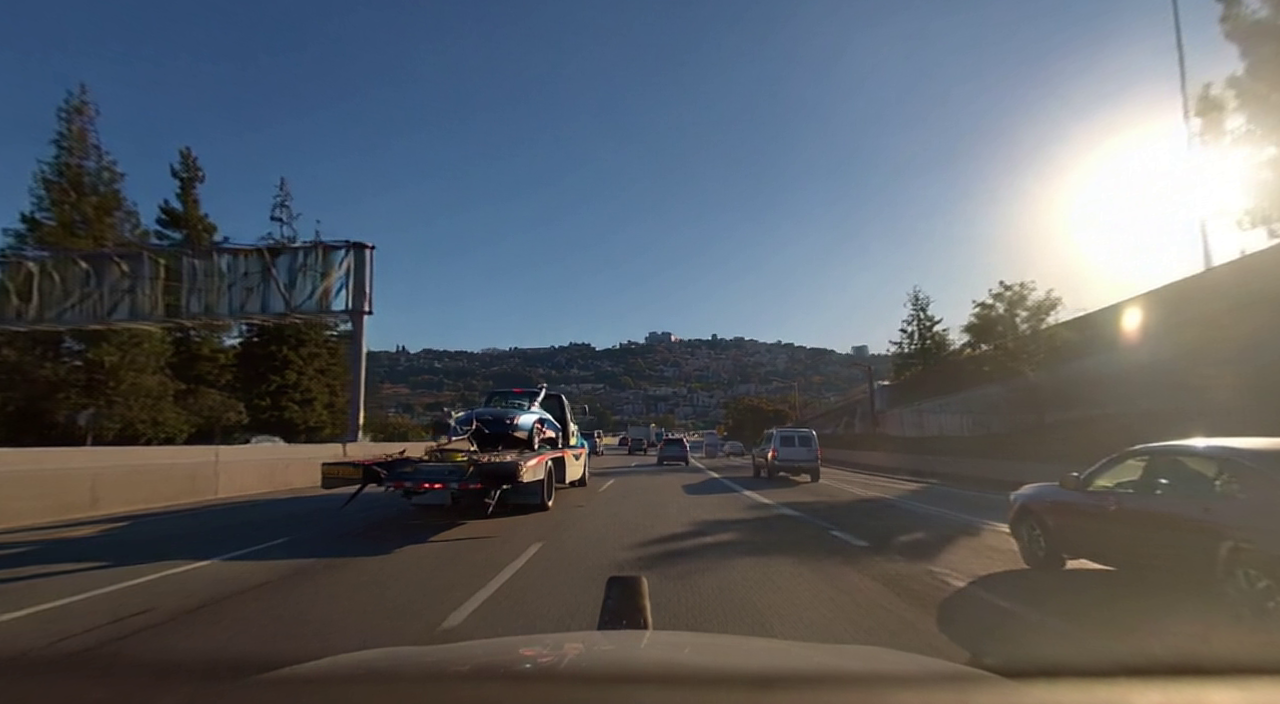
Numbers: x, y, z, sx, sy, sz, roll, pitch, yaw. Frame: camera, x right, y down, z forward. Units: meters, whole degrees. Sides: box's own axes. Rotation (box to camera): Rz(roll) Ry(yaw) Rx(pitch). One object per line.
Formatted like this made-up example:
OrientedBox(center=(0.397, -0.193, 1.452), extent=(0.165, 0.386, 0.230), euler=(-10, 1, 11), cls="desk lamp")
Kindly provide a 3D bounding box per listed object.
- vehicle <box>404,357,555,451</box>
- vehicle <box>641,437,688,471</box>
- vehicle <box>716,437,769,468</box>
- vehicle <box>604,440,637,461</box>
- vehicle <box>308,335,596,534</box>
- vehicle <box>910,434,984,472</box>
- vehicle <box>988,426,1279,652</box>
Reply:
OrientedBox(center=(-3.168, 1.262, 13.591), extent=(1.893, 1.674, 4.766), euler=(0, -8, 2), cls="vehicle")
OrientedBox(center=(1.171, 4.820, 29.988), extent=(2.079, 1.499, 3.915), euler=(0, -8, 2), cls="vehicle")
OrientedBox(center=(5.515, 5.492, 34.677), extent=(2.075, 1.614, 4.682), euler=(0, -8, -1), cls="vehicle")
OrientedBox(center=(-1.340, 7.064, 45.348), extent=(2.016, 1.450, 4.310), euler=(-1, -8, 3), cls="vehicle")
OrientedBox(center=(-3.156, 1.959, 14.578), extent=(3.162, 2.955, 10.282), euler=(0, -8, 2), cls="vehicle")
OrientedBox(center=(21.545, 7.125, 44.572), extent=(2.433, 2.488, 4.939), euler=(1, -8, -4), cls="vehicle")
OrientedBox(center=(5.214, 1.392, 5.230), extent=(2.040, 1.481, 4.260), euler=(0, -8, -3), cls="vehicle")
